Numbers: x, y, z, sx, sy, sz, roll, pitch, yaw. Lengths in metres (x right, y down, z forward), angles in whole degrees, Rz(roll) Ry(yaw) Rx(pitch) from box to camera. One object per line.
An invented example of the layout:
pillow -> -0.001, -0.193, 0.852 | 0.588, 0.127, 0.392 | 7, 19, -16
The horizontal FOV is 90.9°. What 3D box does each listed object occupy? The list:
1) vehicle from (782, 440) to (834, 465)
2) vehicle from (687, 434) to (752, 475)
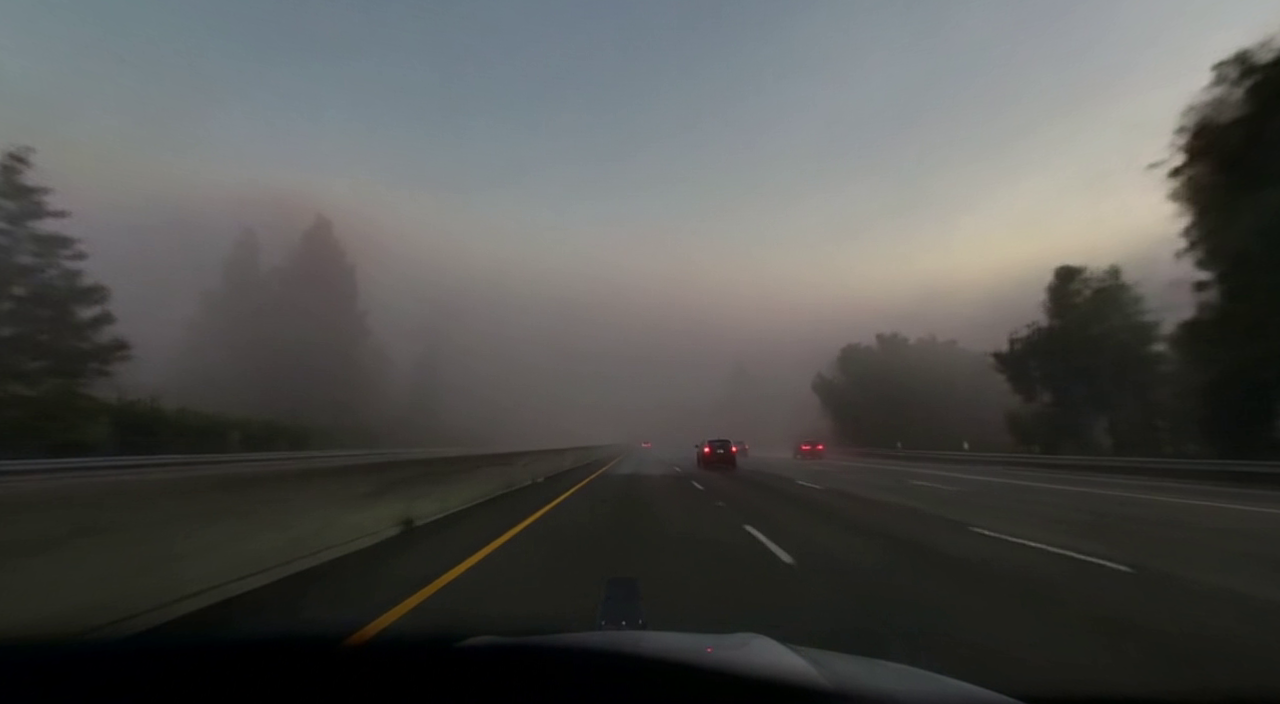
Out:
vehicle -> 10.365, 6.217, 39.211 | 1.970, 1.479, 4.480 | 0, -8, -1
vehicle -> 3.436, 4.541, 28.111 | 2.326, 1.644, 4.206 | 0, -8, -1
